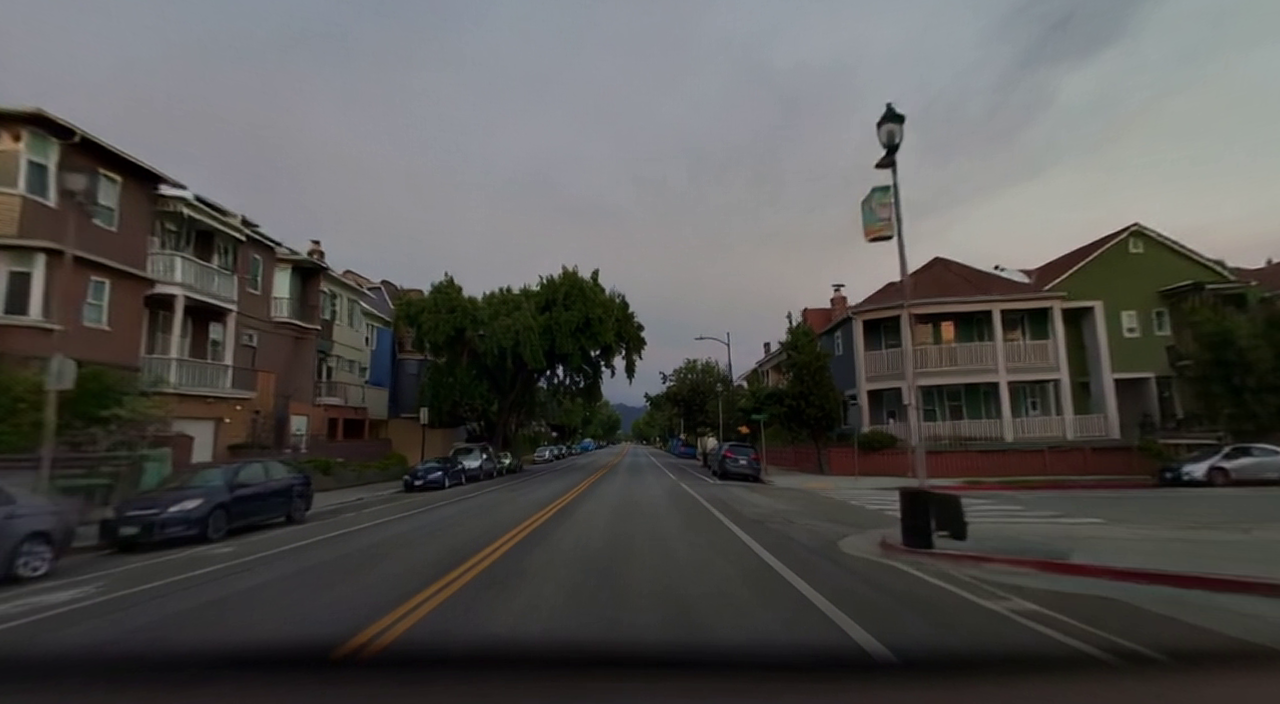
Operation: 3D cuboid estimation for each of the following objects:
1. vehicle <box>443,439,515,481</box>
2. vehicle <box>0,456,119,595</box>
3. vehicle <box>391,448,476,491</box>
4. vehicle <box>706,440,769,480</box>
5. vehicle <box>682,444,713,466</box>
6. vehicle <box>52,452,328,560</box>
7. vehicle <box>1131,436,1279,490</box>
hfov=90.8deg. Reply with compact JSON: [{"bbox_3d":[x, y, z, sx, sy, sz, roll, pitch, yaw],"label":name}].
[{"bbox_3d":[-7.738,5.261,30.898,2.283,1.853,4.903,-1,-9,-1],"label":"vehicle"},{"bbox_3d":[-7.992,1.815,6.131,1.970,1.480,4.616,-1,-8,-1],"label":"vehicle"},{"bbox_3d":[-7.986,4.559,24.911,1.967,1.517,4.360,0,-9,-1],"label":"vehicle"},{"bbox_3d":[4.414,4.976,29.373,2.034,1.674,4.271,0,-9,-3],"label":"vehicle"},{"bbox_3d":[4.227,7.623,47.033,1.845,1.556,3.929,0,-9,-1],"label":"vehicle"},{"bbox_3d":[-7.869,2.663,11.771,1.836,1.474,4.565,-2,-8,-1],"label":"vehicle"},{"bbox_3d":[20.196,3.802,21.836,4.568,1.727,2.199,0,-9,-1],"label":"vehicle"}]
